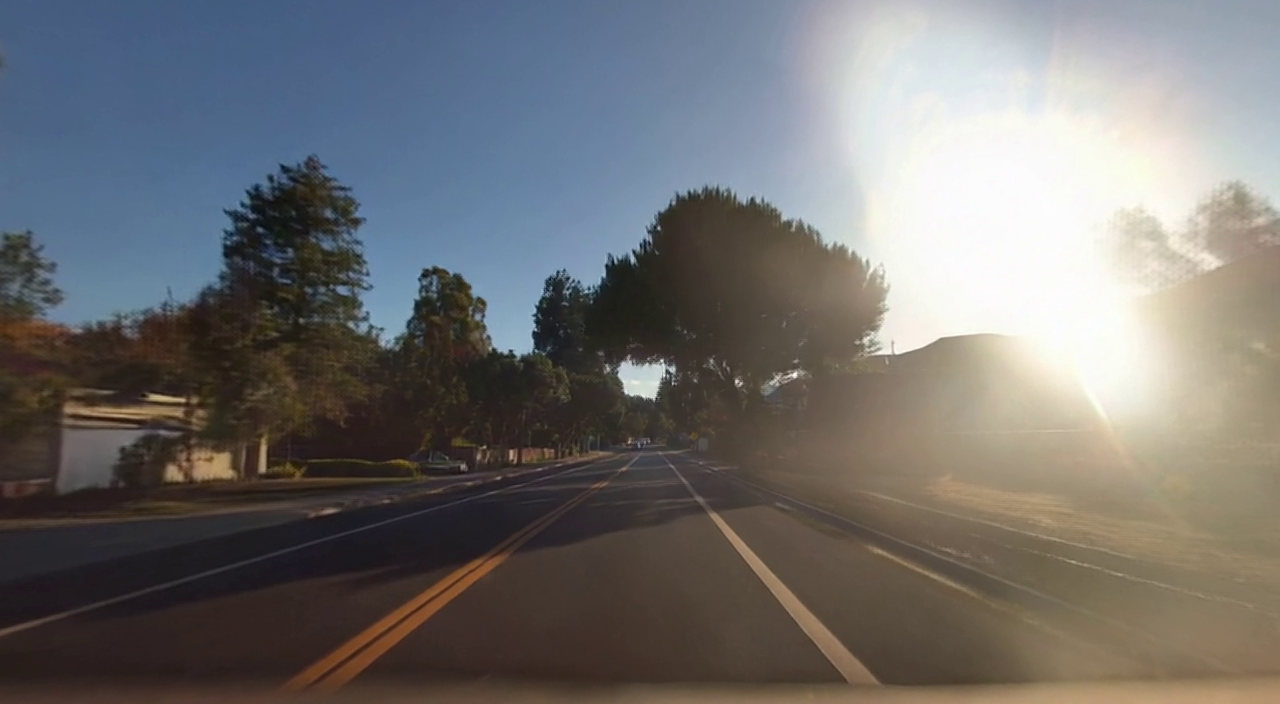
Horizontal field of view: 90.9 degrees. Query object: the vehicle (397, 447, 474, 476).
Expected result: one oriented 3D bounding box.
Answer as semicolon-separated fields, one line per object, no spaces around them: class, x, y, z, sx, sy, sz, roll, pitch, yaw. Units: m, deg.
vehicle;-13.246;7.074;40.844;4.310;1.723;1.915;-2;-8;14
